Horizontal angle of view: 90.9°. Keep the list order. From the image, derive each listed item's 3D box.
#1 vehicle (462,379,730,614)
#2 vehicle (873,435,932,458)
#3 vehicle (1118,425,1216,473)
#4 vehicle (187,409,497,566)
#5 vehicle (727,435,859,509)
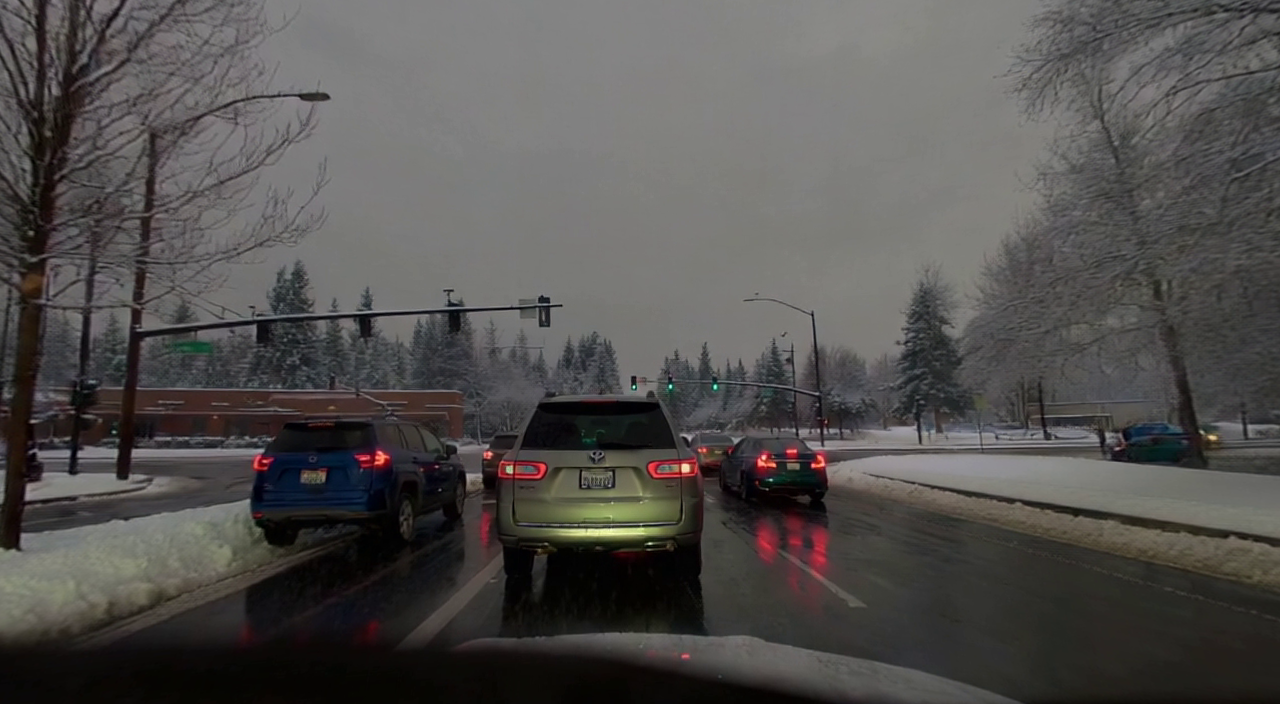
[{"bbox_3d":[-0.335,1.433,7.103,2.064,1.817,4.298,0,-8,0],"label":"vehicle"},{"bbox_3d":[19.995,7.207,47.917,4.361,1.653,2.034,6,-10,-35],"label":"vehicle"},{"bbox_3d":[19.277,3.522,23.001,4.215,1.578,1.892,7,-11,-39],"label":"vehicle"},{"bbox_3d":[-3.722,1.789,9.096,2.160,1.666,4.583,0,-8,1],"label":"vehicle"},{"bbox_3d":[3.450,2.790,15.145,2.121,1.494,4.208,0,-8,0],"label":"vehicle"}]
